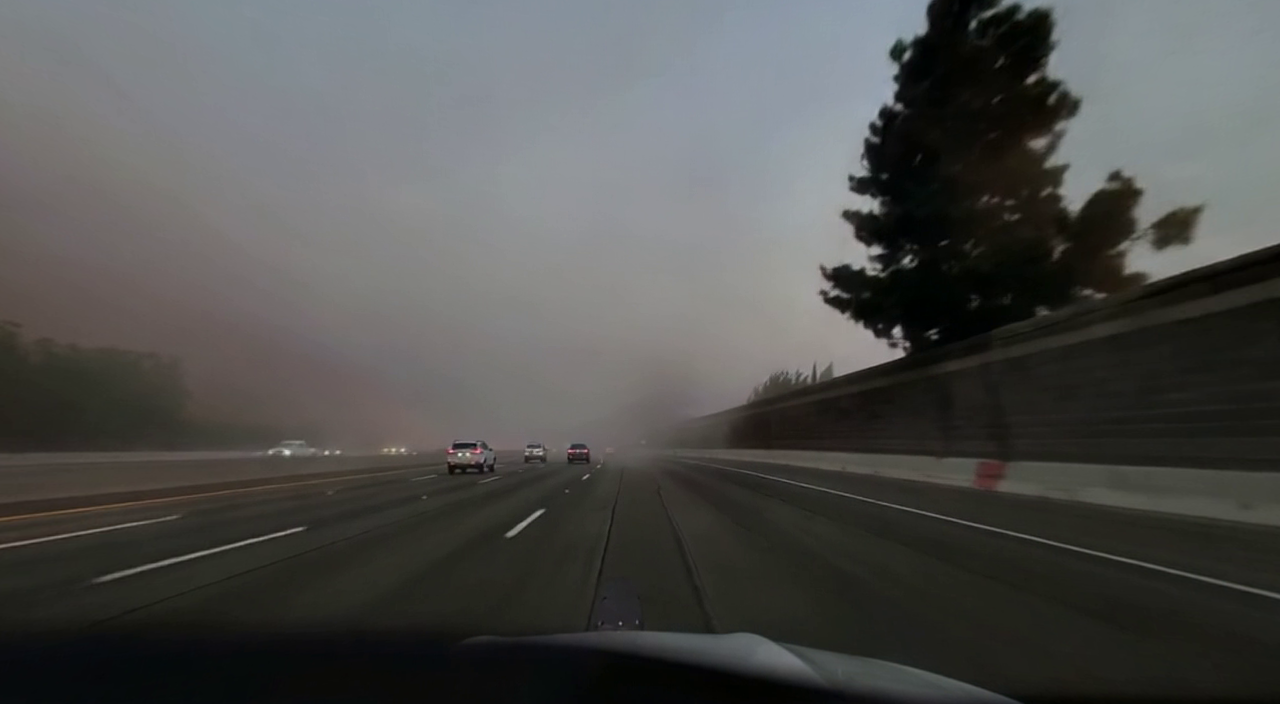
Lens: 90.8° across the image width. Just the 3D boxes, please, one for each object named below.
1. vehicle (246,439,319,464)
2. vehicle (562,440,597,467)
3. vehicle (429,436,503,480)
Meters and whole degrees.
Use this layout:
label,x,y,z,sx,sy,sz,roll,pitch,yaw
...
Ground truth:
label,x,y,z,sx,sy,sz,roll,pitch,yaw
vehicle,-27.812,7.778,49.451,2.368,1.845,5.789,0,-9,-1
vehicle,-4.127,7.005,43.723,2.115,1.713,4.263,0,-9,-2
vehicle,-7.687,4.723,28.473,2.074,1.768,4.805,0,-9,-1
